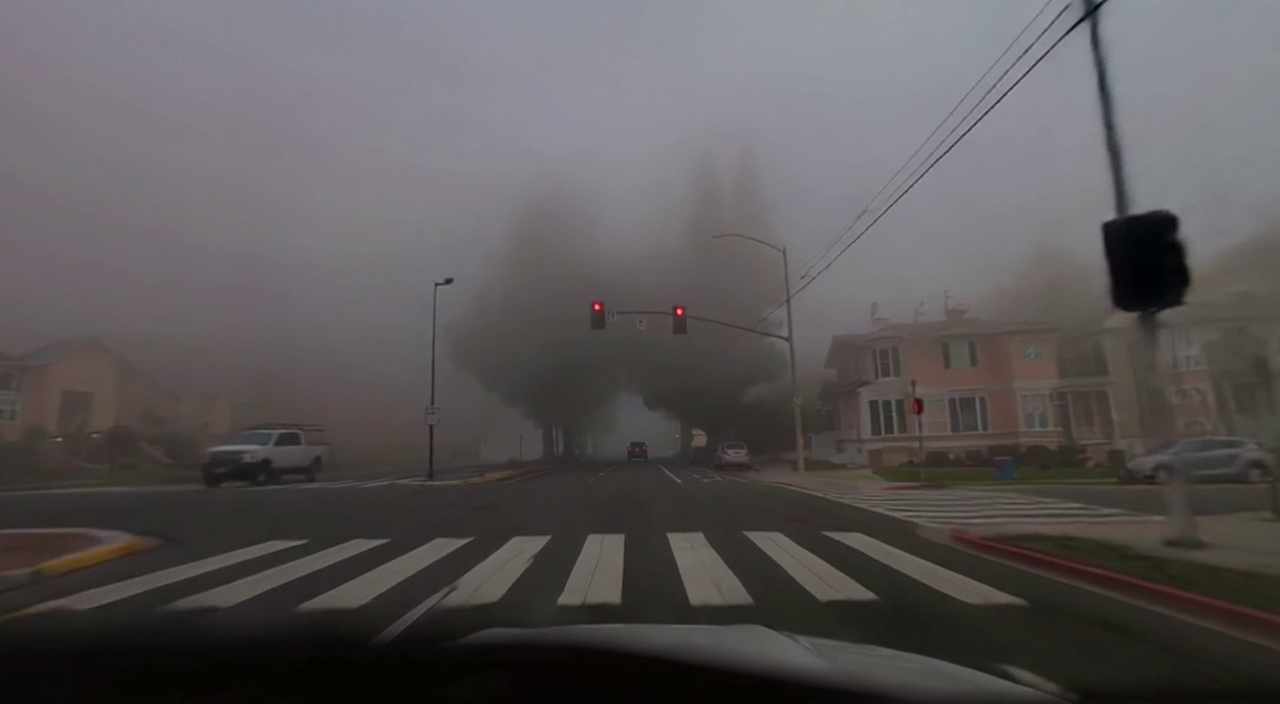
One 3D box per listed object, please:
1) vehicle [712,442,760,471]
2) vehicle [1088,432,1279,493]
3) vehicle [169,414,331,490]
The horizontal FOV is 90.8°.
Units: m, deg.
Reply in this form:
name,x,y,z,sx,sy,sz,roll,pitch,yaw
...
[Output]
name,x,y,z,sx,sy,sz,roll,pitch,yaw
vehicle,5.611,6.133,37.454,2.066,1.552,4.799,0,-8,-1
vehicle,16.895,3.373,19.558,4.561,1.723,2.030,0,-8,-5
vehicle,-16.629,4.335,27.666,2.620,2.901,6.931,0,-8,0
